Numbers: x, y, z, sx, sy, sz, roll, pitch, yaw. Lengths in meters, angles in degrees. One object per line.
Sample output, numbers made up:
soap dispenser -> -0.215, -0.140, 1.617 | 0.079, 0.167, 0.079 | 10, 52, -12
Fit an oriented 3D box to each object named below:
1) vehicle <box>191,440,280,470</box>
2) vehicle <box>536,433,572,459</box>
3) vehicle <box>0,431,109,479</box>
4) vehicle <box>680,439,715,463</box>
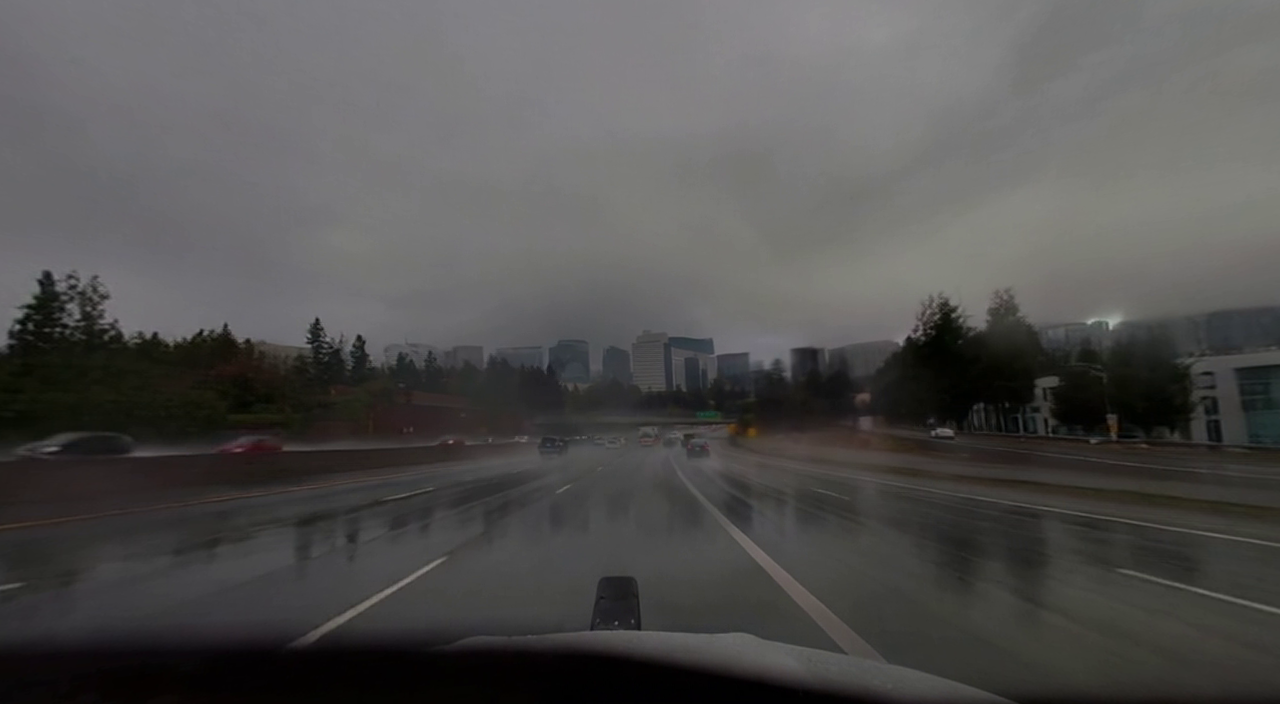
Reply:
vehicle -> -22.920, 5.826, 36.012 | 1.851, 1.579, 4.577 | -1, -9, 3
vehicle -> -6.467, 7.174, 47.979 | 2.009, 1.850, 4.338 | 0, -9, 2
vehicle -> -26.977, 4.614, 28.400 | 1.949, 1.947, 4.685 | 0, -9, 1
vehicle -> 3.755, 6.571, 41.921 | 1.967, 1.475, 4.080 | 0, -9, 1
